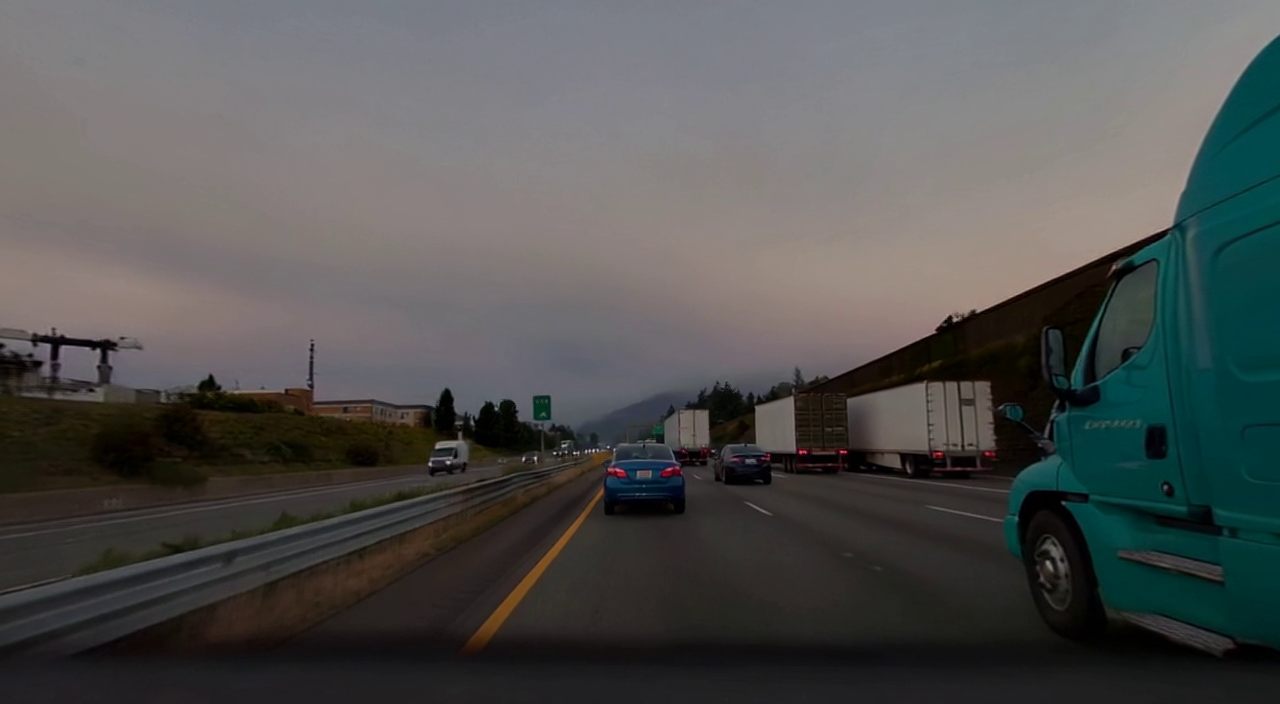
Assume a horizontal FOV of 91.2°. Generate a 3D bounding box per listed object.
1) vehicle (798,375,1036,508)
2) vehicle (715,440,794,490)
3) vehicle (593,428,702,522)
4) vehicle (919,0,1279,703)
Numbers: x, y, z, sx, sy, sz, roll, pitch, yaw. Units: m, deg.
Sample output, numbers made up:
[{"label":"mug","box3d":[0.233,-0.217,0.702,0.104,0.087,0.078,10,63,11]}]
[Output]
[{"label":"vehicle","box3d":[8.007,2.953,20.438,2.799,3.188,10.578,0,-9,-1]},{"label":"vehicle","box3d":[3.806,3.818,21.471,1.859,1.512,3.711,0,-9,-2]},{"label":"vehicle","box3d":[0.140,2.486,13.082,1.965,1.664,3.428,0,-9,0]},{"label":"vehicle","box3d":[4.186,-0.030,2.801,2.987,3.877,5.881,0,-9,0]}]
